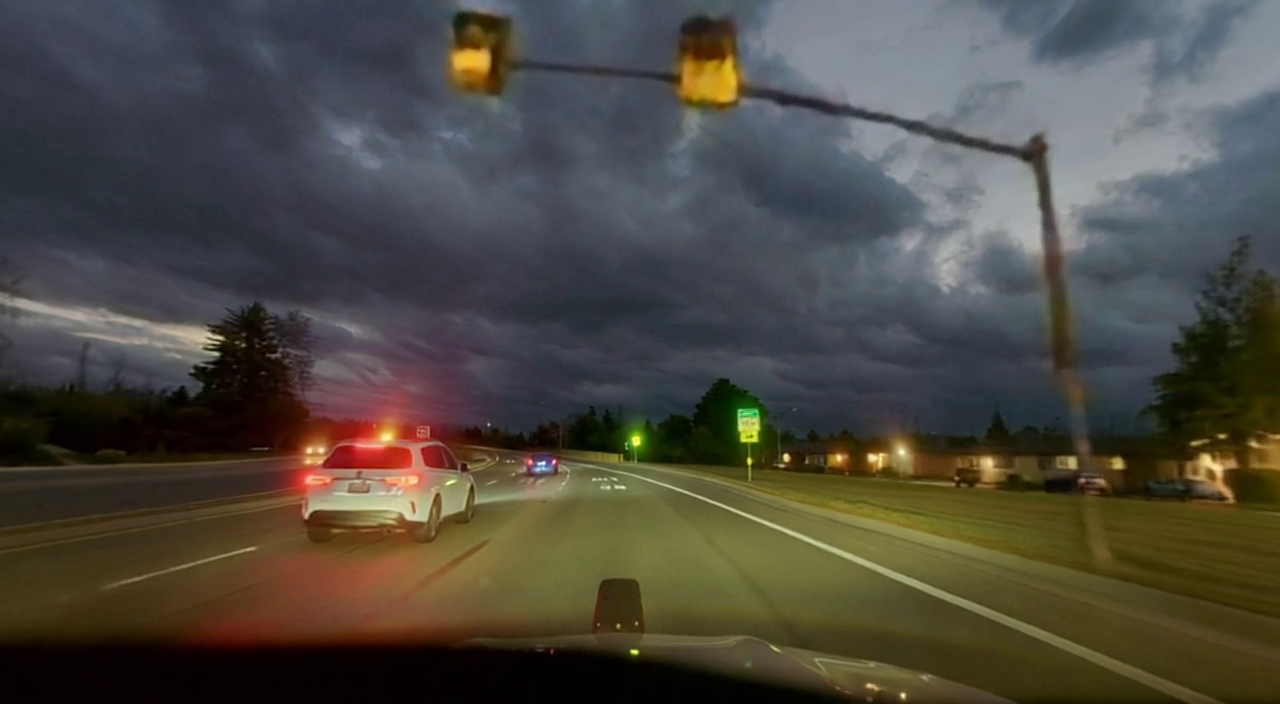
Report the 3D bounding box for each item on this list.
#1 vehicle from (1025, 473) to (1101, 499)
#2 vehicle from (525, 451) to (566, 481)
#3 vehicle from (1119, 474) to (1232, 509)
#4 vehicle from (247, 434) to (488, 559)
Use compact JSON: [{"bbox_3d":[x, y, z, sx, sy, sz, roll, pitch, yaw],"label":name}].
[{"bbox_3d":[32.430,10.238,48.662,1.967,1.647,4.948,1,-9,-8],"label":"vehicle"},{"bbox_3d":[-5.063,6.119,34.282,1.904,1.476,3.736,0,-9,-4],"label":"vehicle"},{"bbox_3d":[33.915,8.828,40.263,2.073,1.767,5.346,1,-8,-8],"label":"vehicle"},{"bbox_3d":[-4.131,2.241,10.636,2.098,1.613,4.606,0,-8,-2],"label":"vehicle"}]
